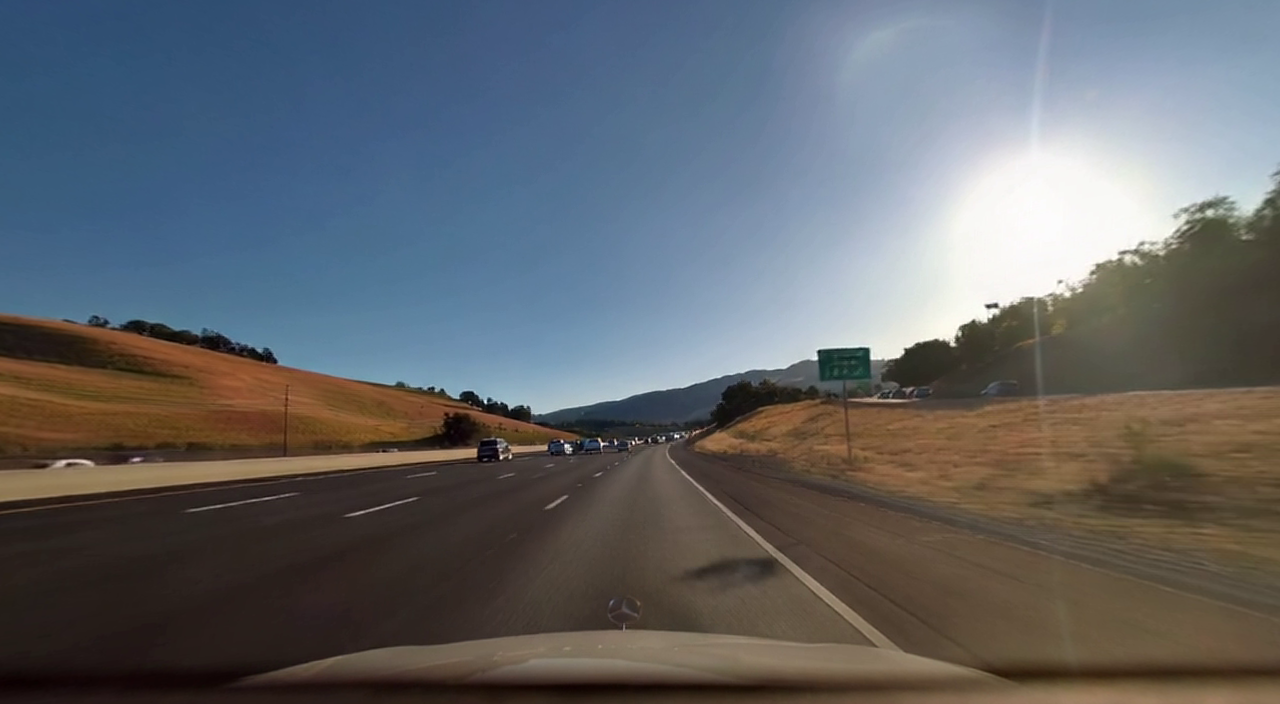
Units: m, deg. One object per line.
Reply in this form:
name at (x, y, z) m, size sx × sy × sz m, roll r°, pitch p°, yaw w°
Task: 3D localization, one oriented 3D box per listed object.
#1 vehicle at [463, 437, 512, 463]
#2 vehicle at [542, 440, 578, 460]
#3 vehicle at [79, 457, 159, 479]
vehicle at (-10.377, 6.718, 43.182) m, size 2.122 × 1.695 × 4.437 m, roll 0°, pitch -9°, yaw 2°
vehicle at (-6.247, 7.699, 49.595) m, size 2.107 × 1.484 × 4.449 m, roll 0°, pitch -9°, yaw 2°
vehicle at (-39.598, 8.843, 48.107) m, size 1.958 × 1.485 × 4.791 m, roll 0°, pitch -9°, yaw 2°
